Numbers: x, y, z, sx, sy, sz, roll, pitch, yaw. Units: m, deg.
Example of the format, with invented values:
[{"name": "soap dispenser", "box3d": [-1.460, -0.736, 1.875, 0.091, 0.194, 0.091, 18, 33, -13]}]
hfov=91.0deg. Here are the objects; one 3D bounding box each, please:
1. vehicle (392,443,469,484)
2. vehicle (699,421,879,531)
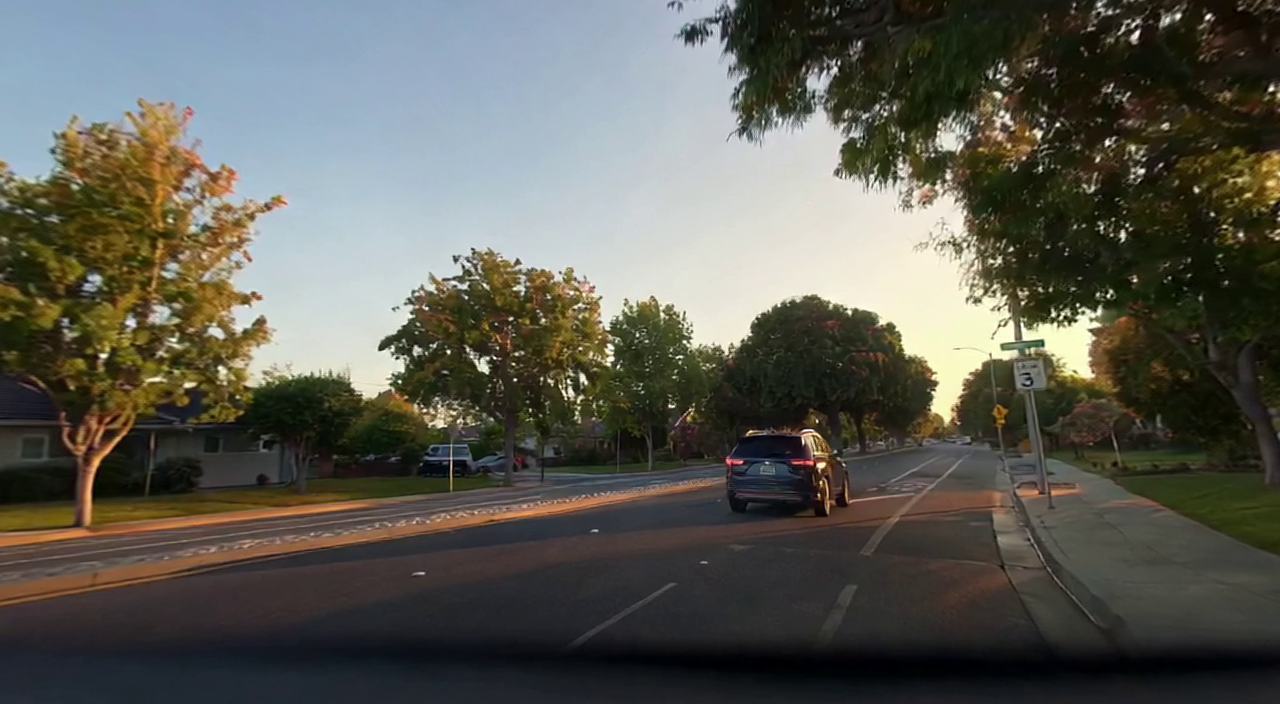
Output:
[{"name": "vehicle", "box3d": [-14.882, 7.966, 45.138, 2.329, 2.631, 5.560, -6, -11, 19]}, {"name": "vehicle", "box3d": [3.150, 2.342, 12.572, 2.018, 1.733, 4.546, -6, -10, 32]}]
